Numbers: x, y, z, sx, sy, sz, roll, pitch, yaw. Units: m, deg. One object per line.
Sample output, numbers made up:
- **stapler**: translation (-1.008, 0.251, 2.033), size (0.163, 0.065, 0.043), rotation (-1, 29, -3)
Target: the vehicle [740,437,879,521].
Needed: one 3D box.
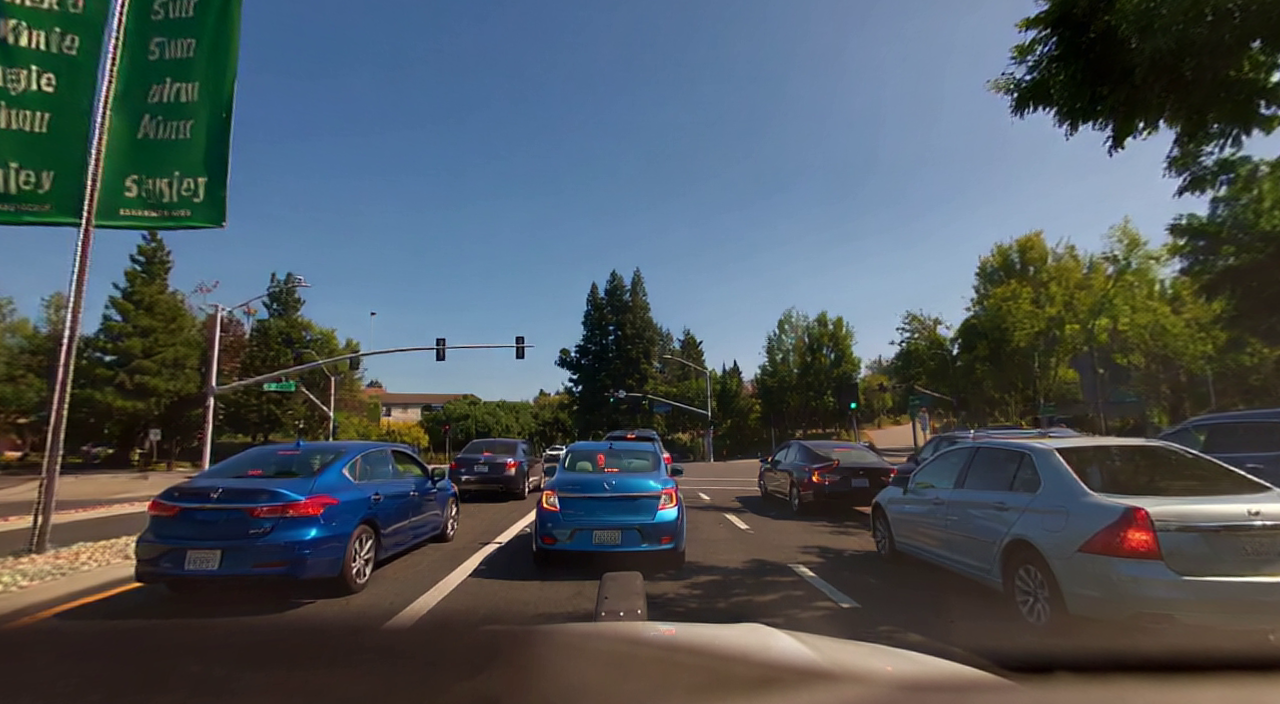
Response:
- **vehicle**: translation (3.398, 2.607, 13.486), size (1.852, 1.498, 3.825), rotation (0, -9, 0)

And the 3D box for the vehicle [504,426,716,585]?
- **vehicle**: translation (-0.307, 1.722, 7.837), size (1.994, 1.479, 3.647), rotation (0, -9, -1)

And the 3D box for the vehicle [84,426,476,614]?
- **vehicle**: translation (-3.369, 1.629, 7.083), size (1.929, 1.457, 4.136), rotation (0, -9, 0)

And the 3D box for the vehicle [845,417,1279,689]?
- **vehicle**: translation (3.598, 1.438, 5.760), size (1.953, 1.471, 4.470), rotation (0, -9, 0)
